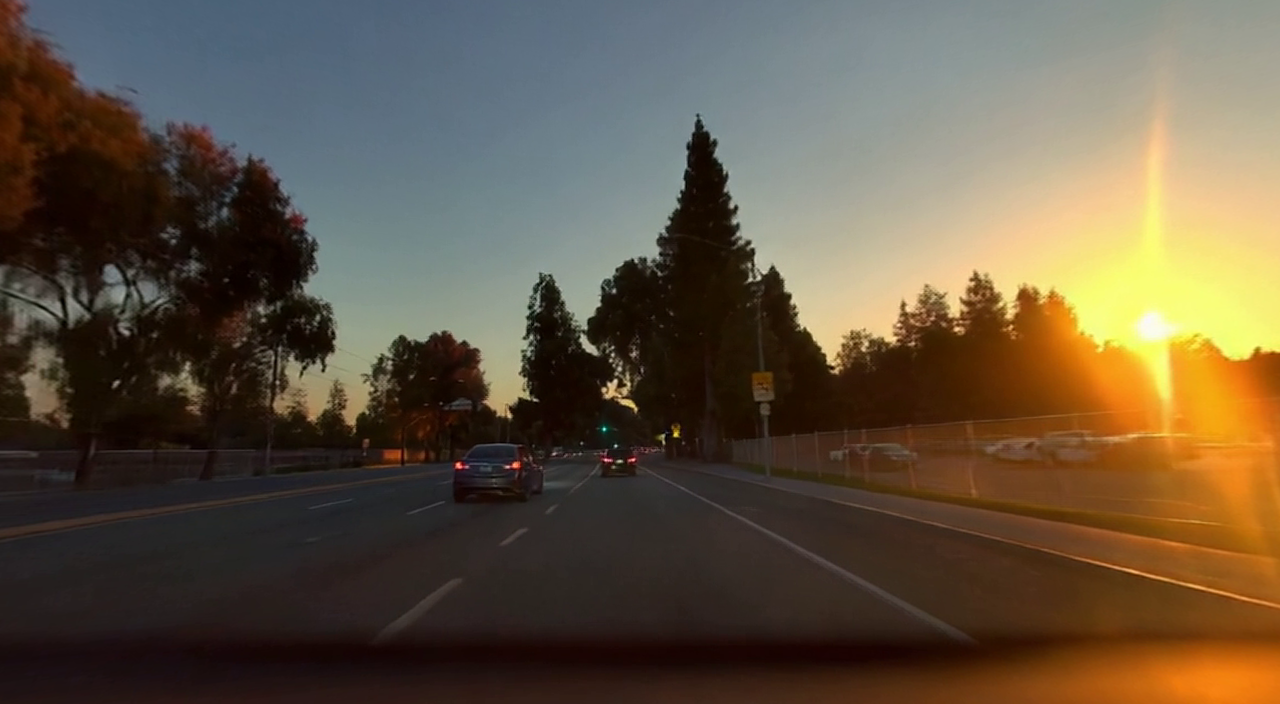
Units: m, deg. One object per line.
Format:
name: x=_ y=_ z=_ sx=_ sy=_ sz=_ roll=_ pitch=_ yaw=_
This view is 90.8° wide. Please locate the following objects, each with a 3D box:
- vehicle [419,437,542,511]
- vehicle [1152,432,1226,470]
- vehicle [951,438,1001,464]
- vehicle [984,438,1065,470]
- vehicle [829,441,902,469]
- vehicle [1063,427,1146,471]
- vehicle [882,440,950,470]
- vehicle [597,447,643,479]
vehicle: x=-4.021 y=3.140 z=16.821 sx=2.105 sy=1.676 sz=4.541 roll=0 pitch=-8 yaw=0
vehicle: x=22.602 y=4.041 z=25.939 sx=1.934 sy=1.423 sz=4.008 roll=-8 pitch=-12 yaw=43
vehicle: x=24.107 y=7.032 z=45.294 sx=1.975 sy=1.729 sz=4.534 roll=-6 pitch=-10 yaw=42
vehicle: x=18.136 y=4.757 z=29.695 sx=4.562 sy=1.392 sz=2.048 roll=8 pitch=-12 yaw=-44
vehicle: x=12.757 y=5.732 z=35.531 sx=2.041 sy=1.459 sz=4.830 roll=-8 pitch=-11 yaw=42
vehicle: x=20.646 y=4.281 z=28.001 sx=2.062 sy=1.703 sz=4.661 roll=-13 pitch=-14 yaw=43
vehicle: x=14.453 y=5.345 z=32.956 sx=2.131 sy=1.437 sz=4.325 roll=-7 pitch=-11 yaw=38
vehicle: x=-1.010 y=5.477 z=31.484 sx=2.147 sy=1.474 sz=4.083 roll=0 pitch=-8 yaw=-2
